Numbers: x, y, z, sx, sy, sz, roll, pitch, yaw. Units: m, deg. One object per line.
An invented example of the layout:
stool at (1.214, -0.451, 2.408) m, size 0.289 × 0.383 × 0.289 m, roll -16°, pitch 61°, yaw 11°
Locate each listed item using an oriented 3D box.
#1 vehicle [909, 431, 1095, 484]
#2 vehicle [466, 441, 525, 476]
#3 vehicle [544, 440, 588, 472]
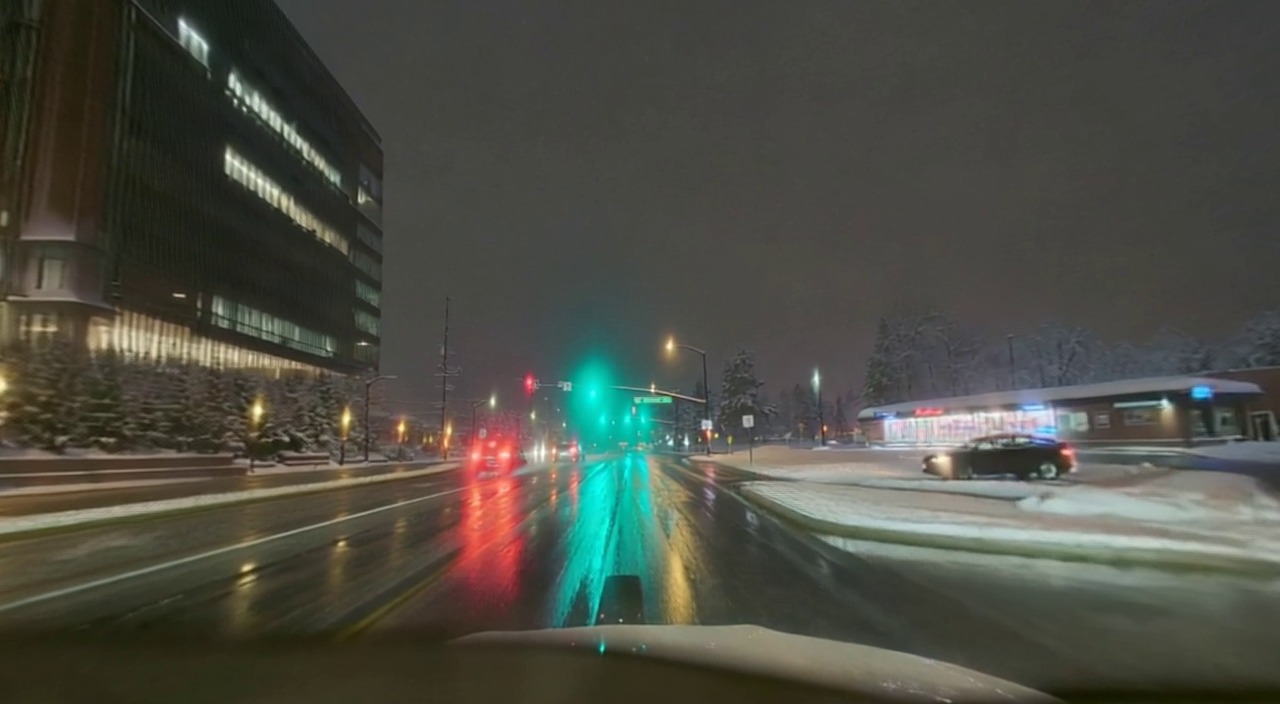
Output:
vehicle at (11.037, 3.265, 19.591) m, size 4.513 × 1.541 × 1.948 m, roll -1°, pitch -9°, yaw 6°
vehicle at (-7.219, 5.353, 32.035) m, size 1.909 × 1.605 × 4.561 m, roll 0°, pitch -8°, yaw 0°
vehicle at (-4.263, 6.016, 36.845) m, size 2.052 × 1.729 × 4.195 m, roll 0°, pitch -8°, yaw 0°
